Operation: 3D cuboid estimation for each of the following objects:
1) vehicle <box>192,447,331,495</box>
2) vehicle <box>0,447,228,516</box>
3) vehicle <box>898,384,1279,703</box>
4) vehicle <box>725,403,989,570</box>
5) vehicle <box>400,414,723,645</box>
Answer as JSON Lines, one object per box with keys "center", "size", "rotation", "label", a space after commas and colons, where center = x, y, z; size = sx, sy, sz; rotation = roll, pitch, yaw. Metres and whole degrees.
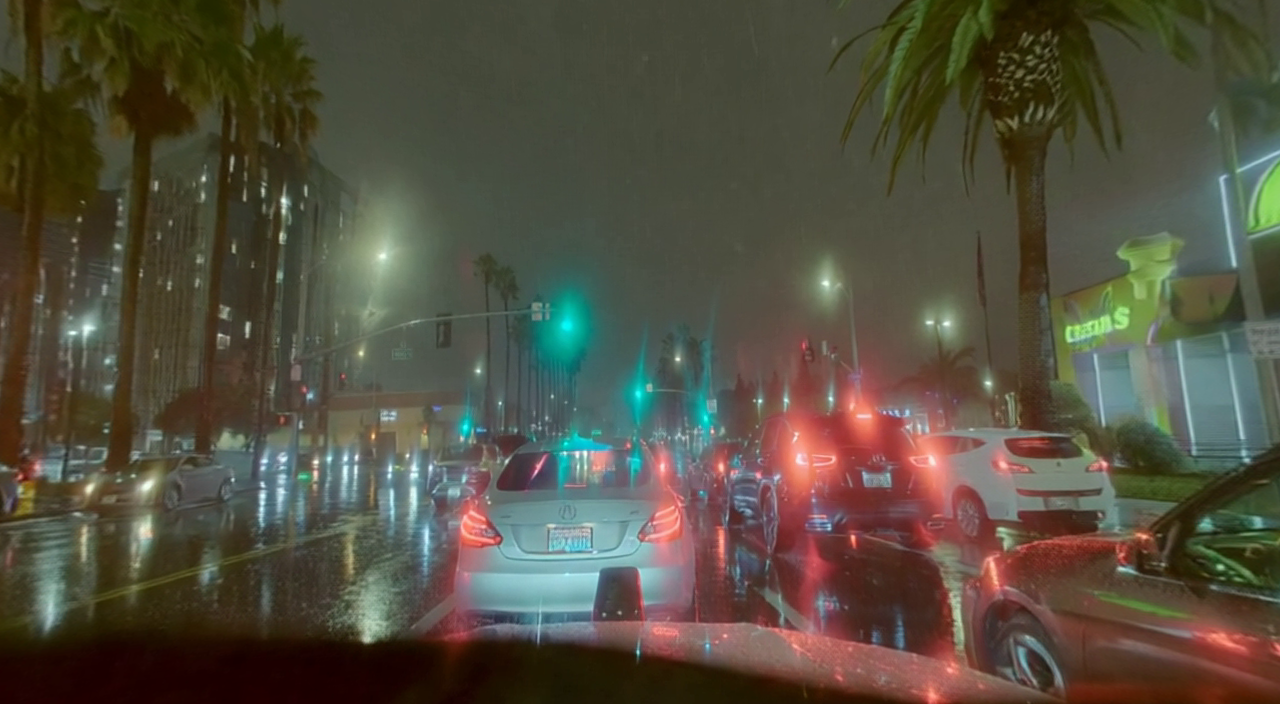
{"center": [-12.856, 4.025, 21.881], "size": [1.856, 1.455, 4.700], "rotation": [0, -9, 0], "label": "vehicle"}
{"center": [-12.850, 3.135, 15.926], "size": [1.870, 1.475, 4.531], "rotation": [0, -9, 0], "label": "vehicle"}
{"center": [2.619, 0.810, 1.482], "size": [2.085, 1.469, 4.458], "rotation": [0, -9, -1], "label": "vehicle"}
{"center": [2.641, 1.775, 9.074], "size": [2.096, 1.775, 4.440], "rotation": [0, -9, -2], "label": "vehicle"}
{"center": [-0.519, 1.468, 6.227], "size": [2.096, 1.492, 4.071], "rotation": [0, -9, 0], "label": "vehicle"}
